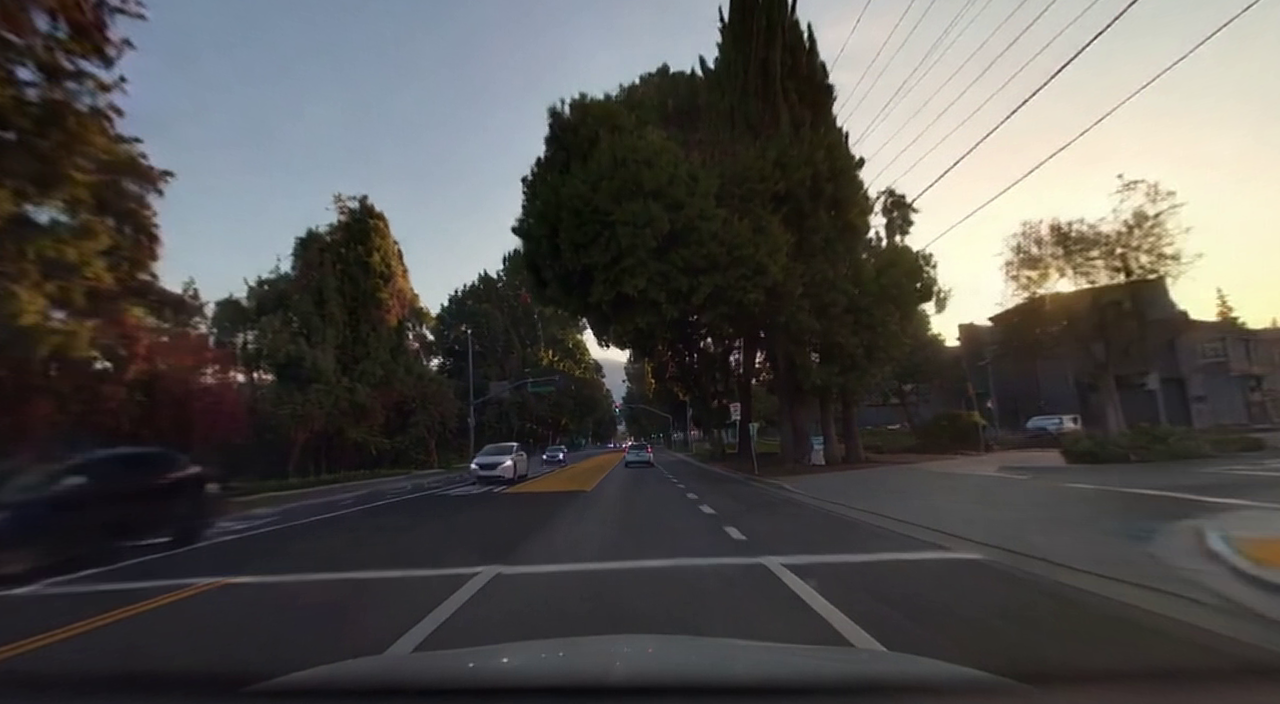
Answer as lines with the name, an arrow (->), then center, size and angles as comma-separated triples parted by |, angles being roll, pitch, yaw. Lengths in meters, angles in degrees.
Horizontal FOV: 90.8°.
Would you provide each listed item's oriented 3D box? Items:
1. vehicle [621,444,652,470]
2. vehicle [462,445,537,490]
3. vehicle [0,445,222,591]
vehicle -> -0.277, 7.479, 45.401 | 2.163, 1.746, 4.073 | 0, -8, -1
vehicle -> -5.902, 4.879, 27.205 | 2.143, 1.735, 4.737 | -1, -8, 0
vehicle -> -9.293, 2.417, 9.993 | 2.123, 1.844, 4.747 | 0, -8, -1
